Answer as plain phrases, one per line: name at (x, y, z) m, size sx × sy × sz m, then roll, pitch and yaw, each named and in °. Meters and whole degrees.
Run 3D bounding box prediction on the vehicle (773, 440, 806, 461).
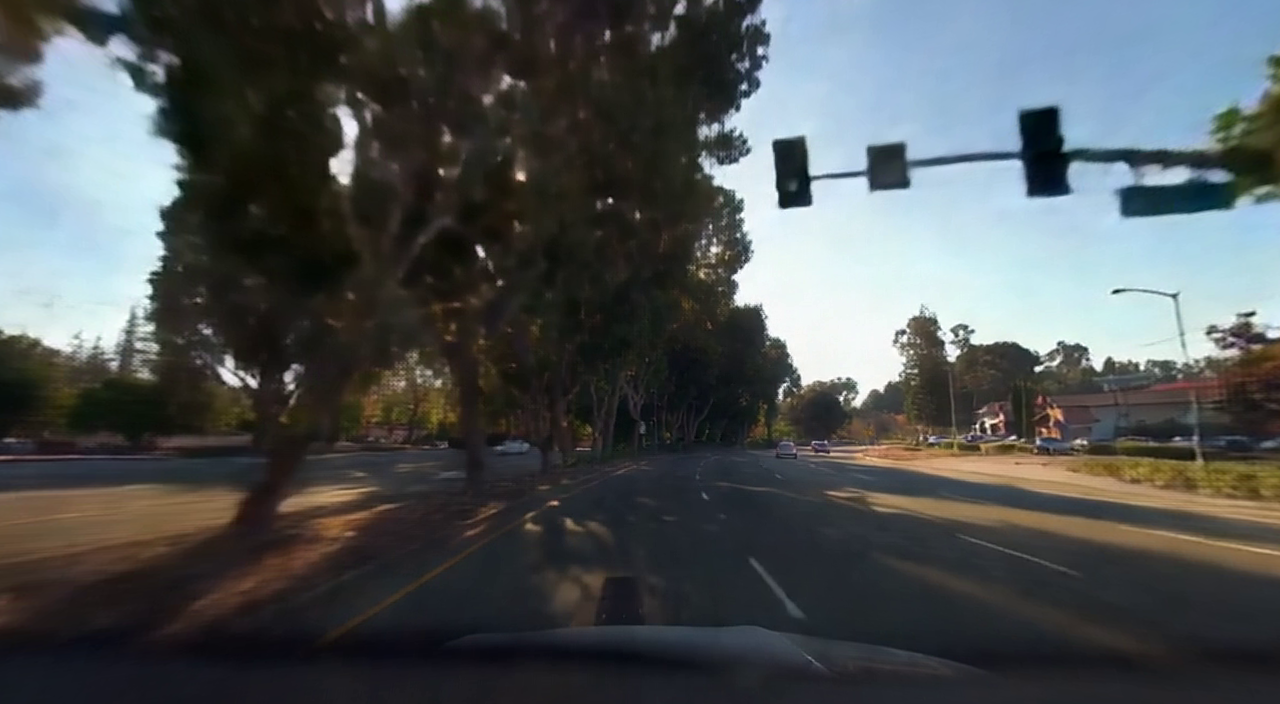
vehicle at (11.098, 7.314, 47.188) m, size 1.988 × 1.460 × 3.996 m, roll -1°, pitch -8°, yaw 7°
